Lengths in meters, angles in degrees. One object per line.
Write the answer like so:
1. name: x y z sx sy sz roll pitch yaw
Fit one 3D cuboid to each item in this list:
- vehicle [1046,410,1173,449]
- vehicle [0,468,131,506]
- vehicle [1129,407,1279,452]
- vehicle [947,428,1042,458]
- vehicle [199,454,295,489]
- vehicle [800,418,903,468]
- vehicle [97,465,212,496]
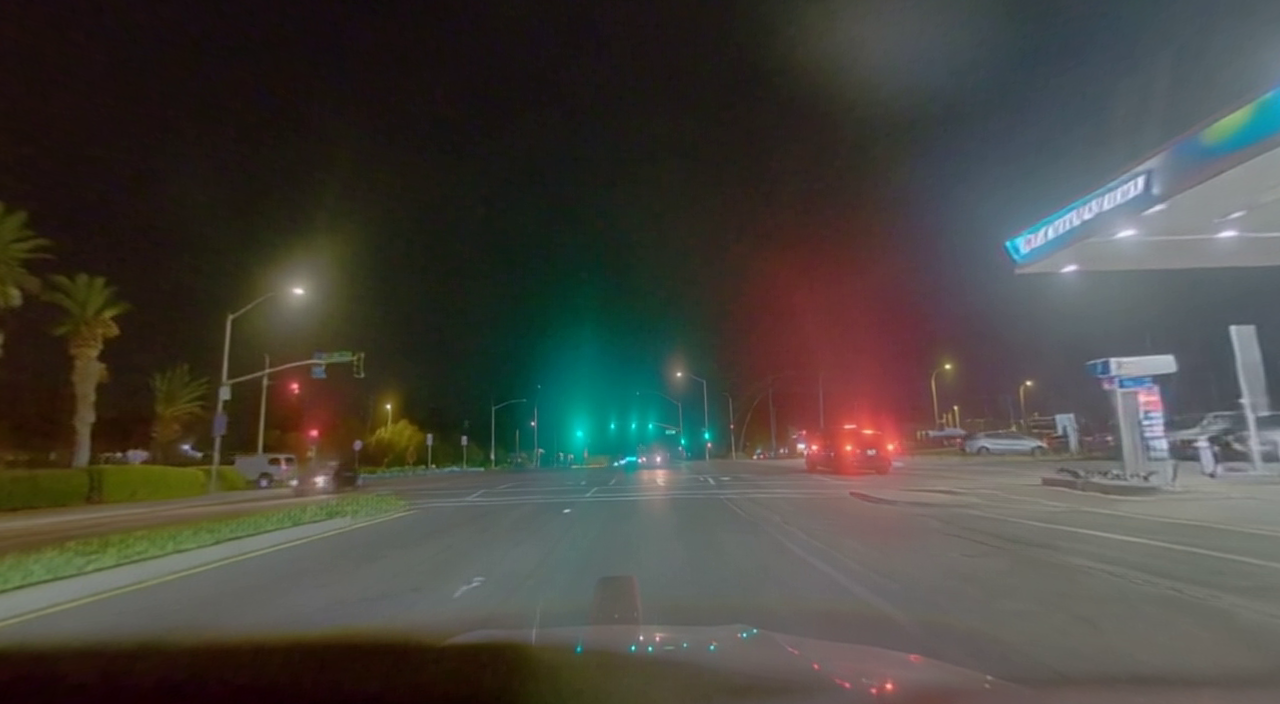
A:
1. vehicle: 28.915 4.811 39.102 5.625 2.303 2.592 0 -9 2
2. vehicle: -25.645 5.964 28.077 4.407 1.565 1.861 0 -9 2
3. vehicle: 30.058 4.137 33.595 6.052 2.171 2.511 0 -9 -4
4. vehicle: 21.618 5.584 38.601 4.578 1.756 2.042 1 -9 -4
5. vehicle: -25.958 7.899 41.853 5.056 1.839 1.957 -3 -6 -2
6. vehicle: 13.277 5.909 40.957 2.944 2.783 10.332 0 -9 -1
7. vehicle: -25.862 6.867 33.795 4.448 1.525 1.835 1 -9 -5
